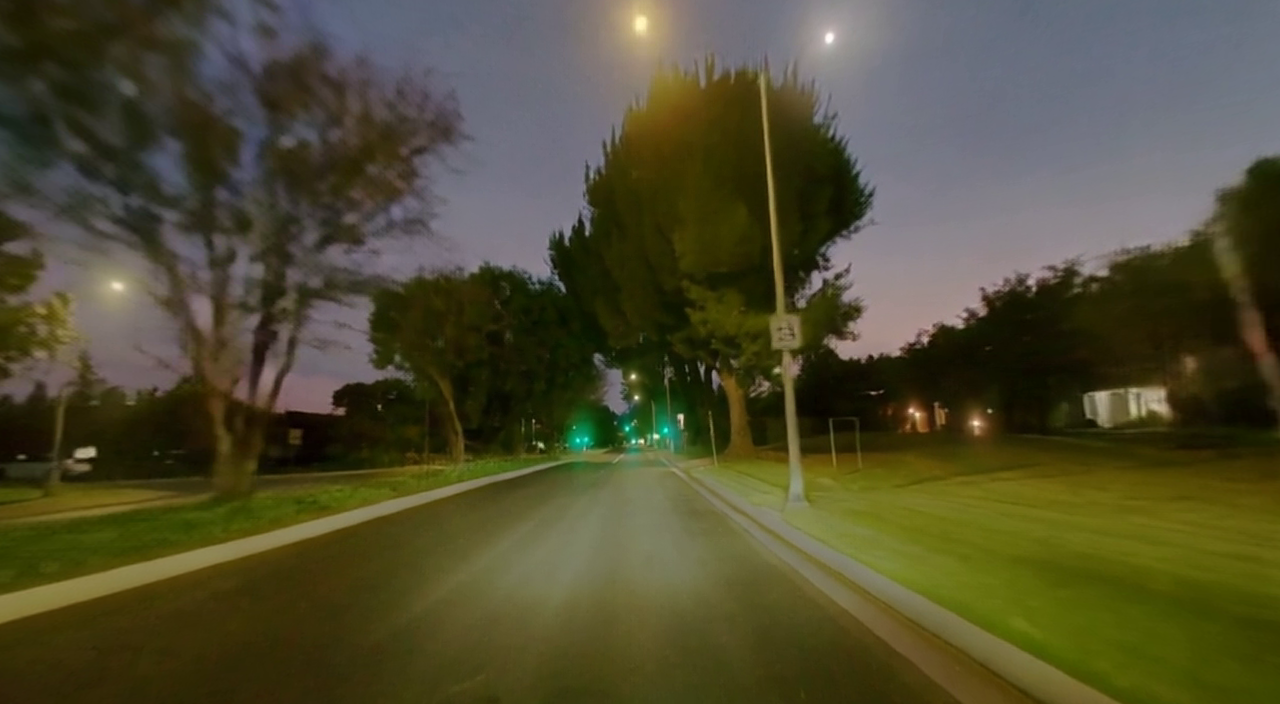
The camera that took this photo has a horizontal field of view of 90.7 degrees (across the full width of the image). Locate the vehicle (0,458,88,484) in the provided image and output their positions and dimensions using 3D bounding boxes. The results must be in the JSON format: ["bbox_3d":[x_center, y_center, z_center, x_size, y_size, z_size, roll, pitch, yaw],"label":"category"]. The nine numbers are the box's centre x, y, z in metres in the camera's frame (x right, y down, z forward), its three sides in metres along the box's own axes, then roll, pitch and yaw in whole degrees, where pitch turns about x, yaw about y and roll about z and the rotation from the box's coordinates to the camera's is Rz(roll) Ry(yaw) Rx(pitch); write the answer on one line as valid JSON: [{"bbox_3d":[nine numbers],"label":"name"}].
[{"bbox_3d":[-36.436,7.188,38.346,4.213,1.431,1.812,0,-8,-1],"label":"vehicle"}]
